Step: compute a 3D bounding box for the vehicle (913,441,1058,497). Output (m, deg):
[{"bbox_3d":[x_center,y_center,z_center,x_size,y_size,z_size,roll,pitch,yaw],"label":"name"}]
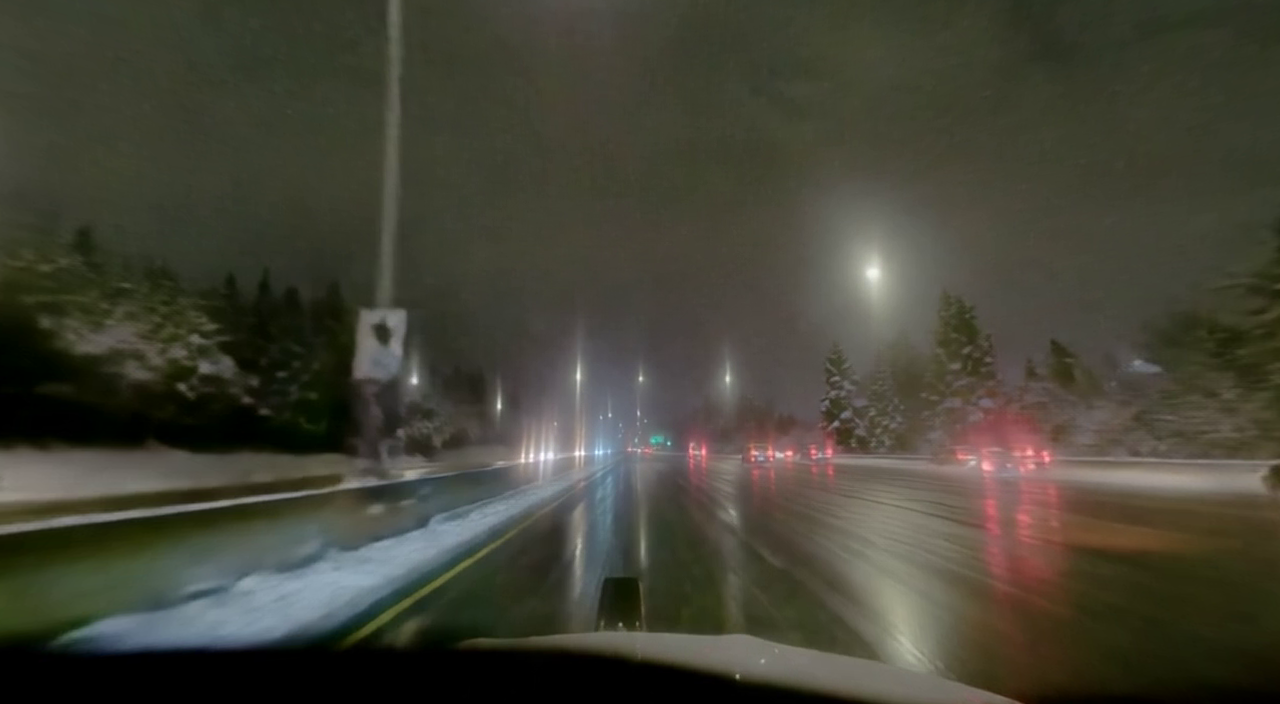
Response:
[{"bbox_3d":[9.792,3.325,18.354,1.836,1.418,4.132,0,-9,0],"label":"vehicle"}]
